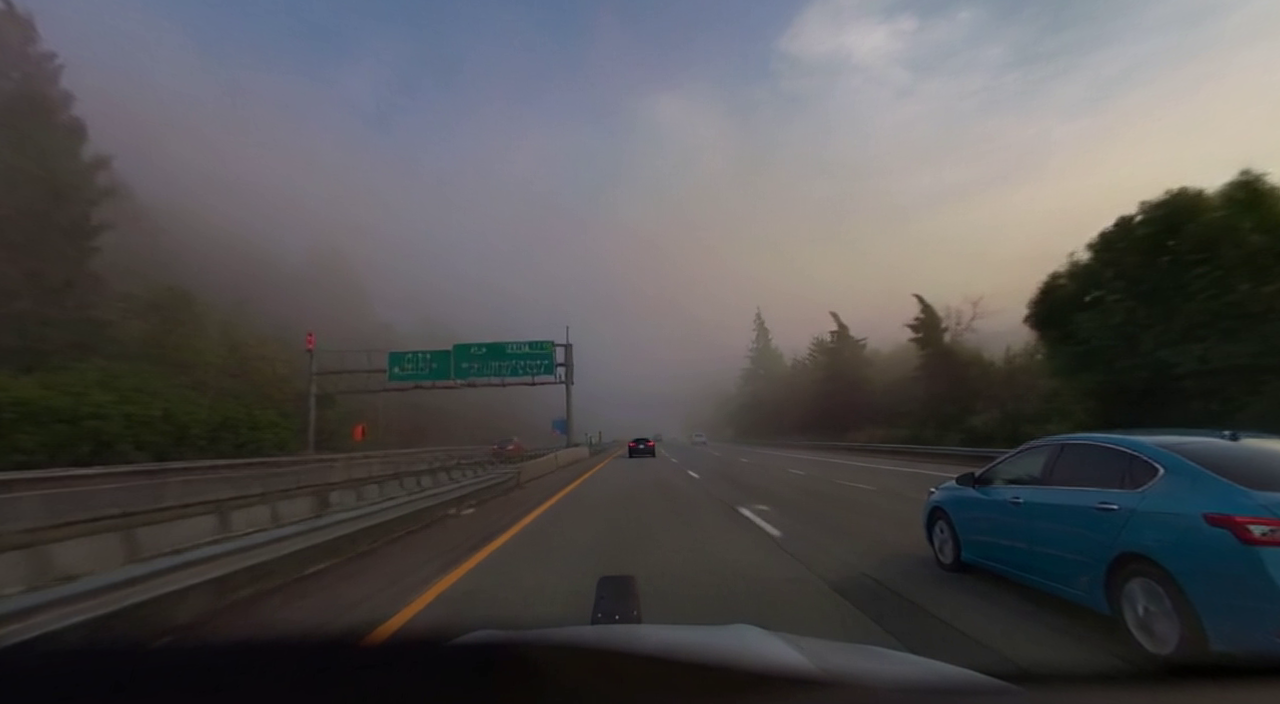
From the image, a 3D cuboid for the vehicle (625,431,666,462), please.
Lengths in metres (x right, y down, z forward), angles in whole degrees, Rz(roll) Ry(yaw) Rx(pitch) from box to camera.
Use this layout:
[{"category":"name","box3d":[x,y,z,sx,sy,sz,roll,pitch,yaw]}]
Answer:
[{"category":"vehicle","box3d":[0.238,5.042,33.744,2.046,1.526,3.903,0,-8,-1]}]

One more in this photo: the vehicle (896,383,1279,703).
[{"category":"vehicle","box3d":[3.745,1.093,4.321,1.981,1.467,4.459,0,-8,-2]}]
